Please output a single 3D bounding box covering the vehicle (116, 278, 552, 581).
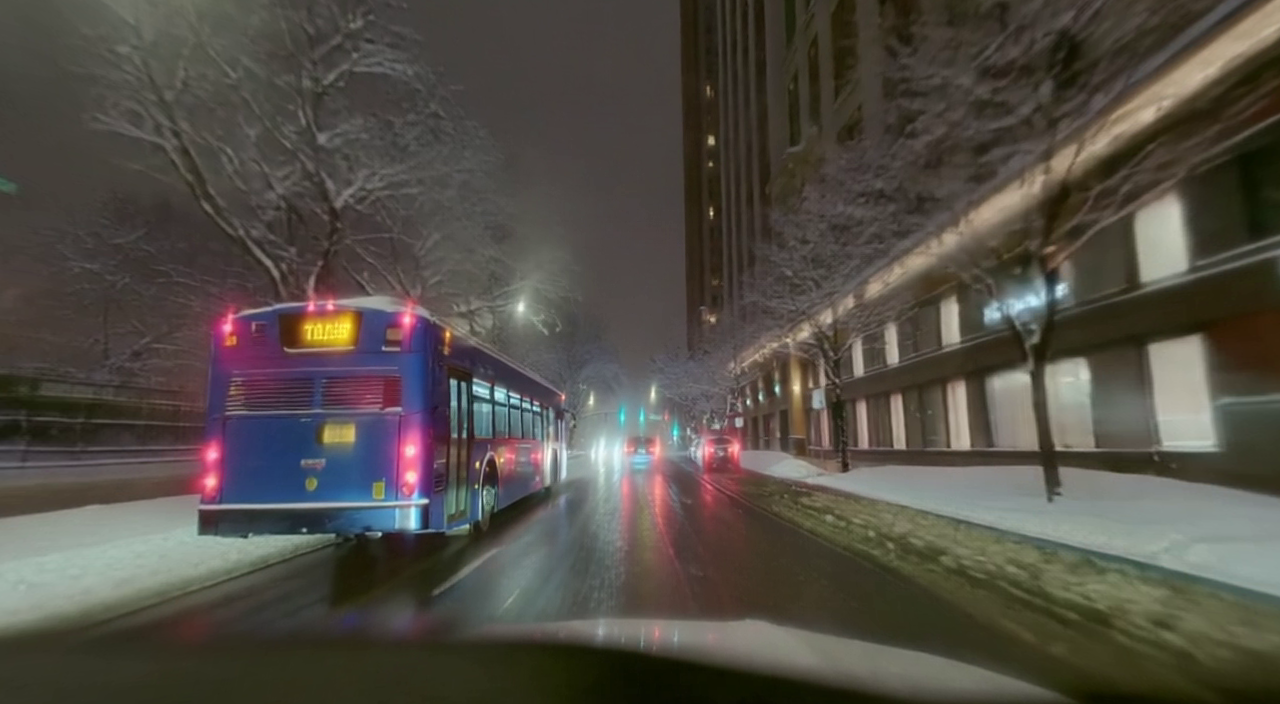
[{"bbox_3d":[-3.500,1.136,10.353,2.920,2.884,8.588,0,-6,0],"label":"vehicle"}]

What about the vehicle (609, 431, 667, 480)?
[{"bbox_3d":[-0.047,4.045,24.866,2.120,1.727,3.917,0,-8,1],"label":"vehicle"}]

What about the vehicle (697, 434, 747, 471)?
[{"bbox_3d":[4.222,5.282,33.251,2.138,1.787,4.522,0,-8,2],"label":"vehicle"}]
